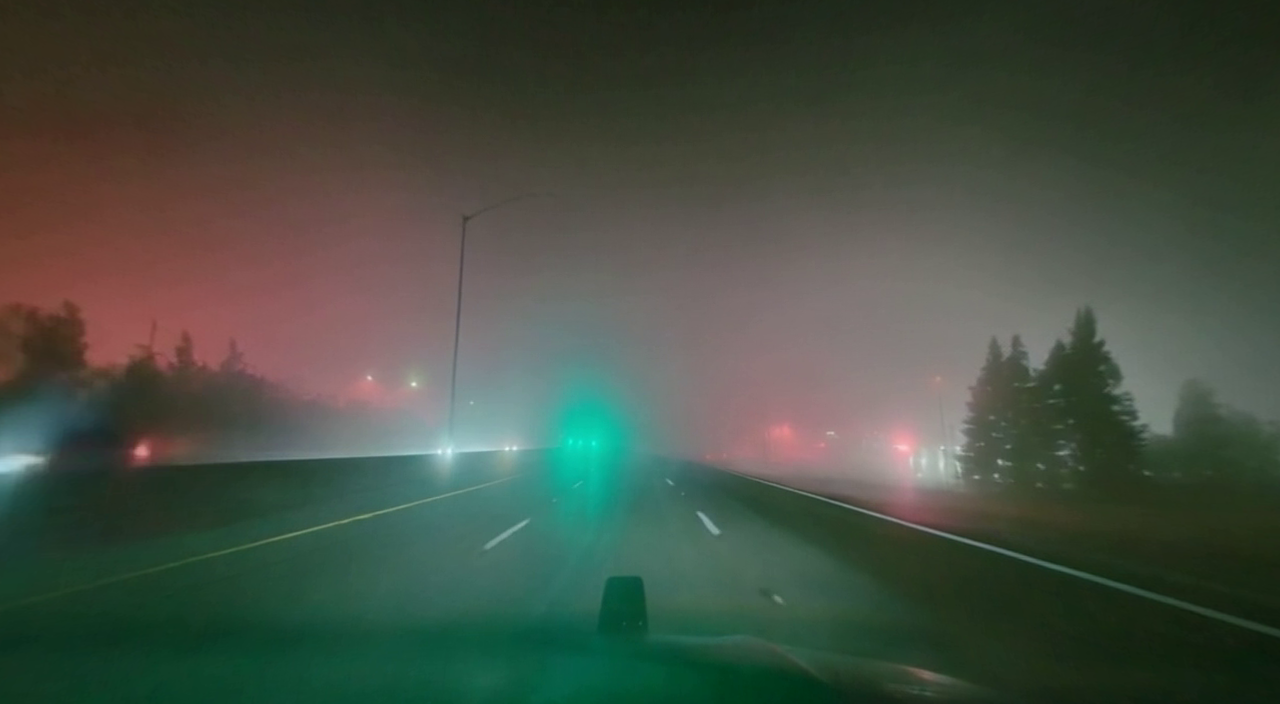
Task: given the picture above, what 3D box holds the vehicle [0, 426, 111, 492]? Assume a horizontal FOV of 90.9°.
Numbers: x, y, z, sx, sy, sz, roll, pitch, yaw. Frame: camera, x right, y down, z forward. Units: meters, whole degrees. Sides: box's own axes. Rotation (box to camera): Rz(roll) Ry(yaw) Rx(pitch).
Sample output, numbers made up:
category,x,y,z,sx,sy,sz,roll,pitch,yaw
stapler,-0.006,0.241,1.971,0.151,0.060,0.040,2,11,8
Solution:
category,x,y,z,sx,sy,sz,roll,pitch,yaw
vehicle,-16.396,2.715,16.251,2.215,1.569,3.866,1,-8,-2
